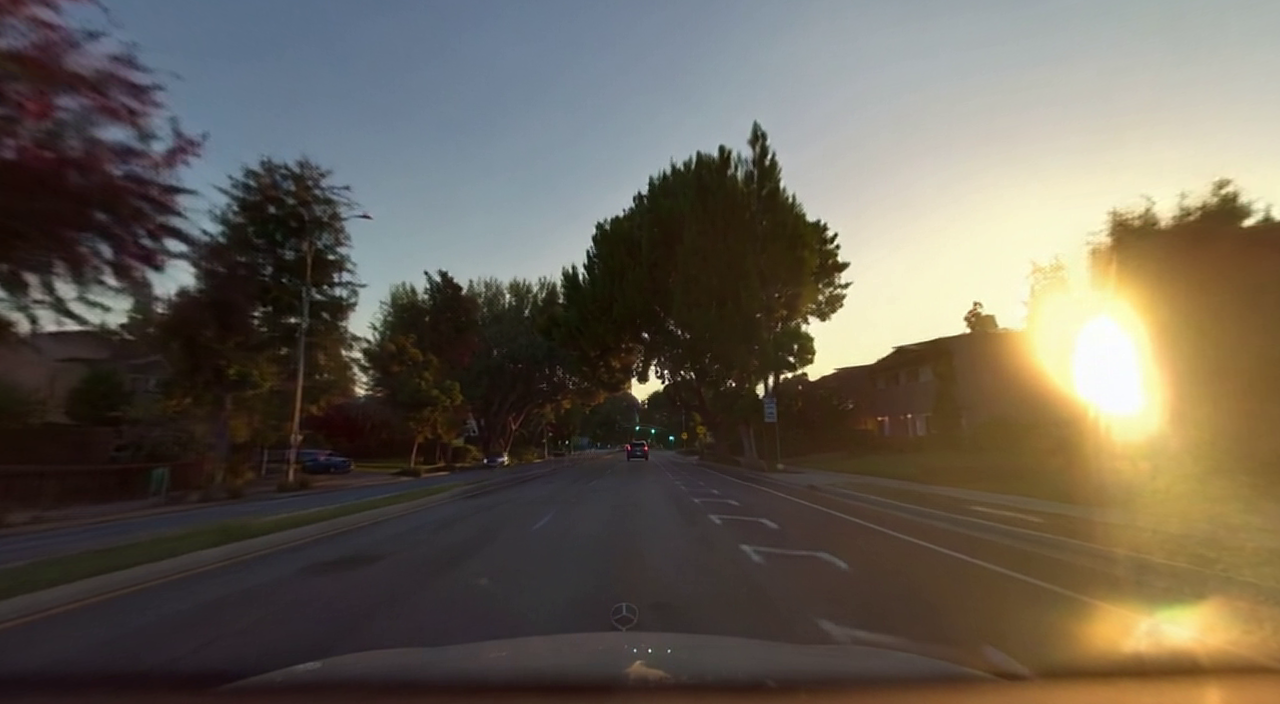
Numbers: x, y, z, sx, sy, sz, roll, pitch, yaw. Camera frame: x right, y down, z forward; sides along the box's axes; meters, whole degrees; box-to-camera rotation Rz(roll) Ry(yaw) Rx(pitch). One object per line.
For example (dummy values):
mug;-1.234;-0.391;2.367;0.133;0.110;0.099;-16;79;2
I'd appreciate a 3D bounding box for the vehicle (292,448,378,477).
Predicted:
vehicle;-18.899;6.851;39.122;4.170;1.704;2.174;0;-9;3
